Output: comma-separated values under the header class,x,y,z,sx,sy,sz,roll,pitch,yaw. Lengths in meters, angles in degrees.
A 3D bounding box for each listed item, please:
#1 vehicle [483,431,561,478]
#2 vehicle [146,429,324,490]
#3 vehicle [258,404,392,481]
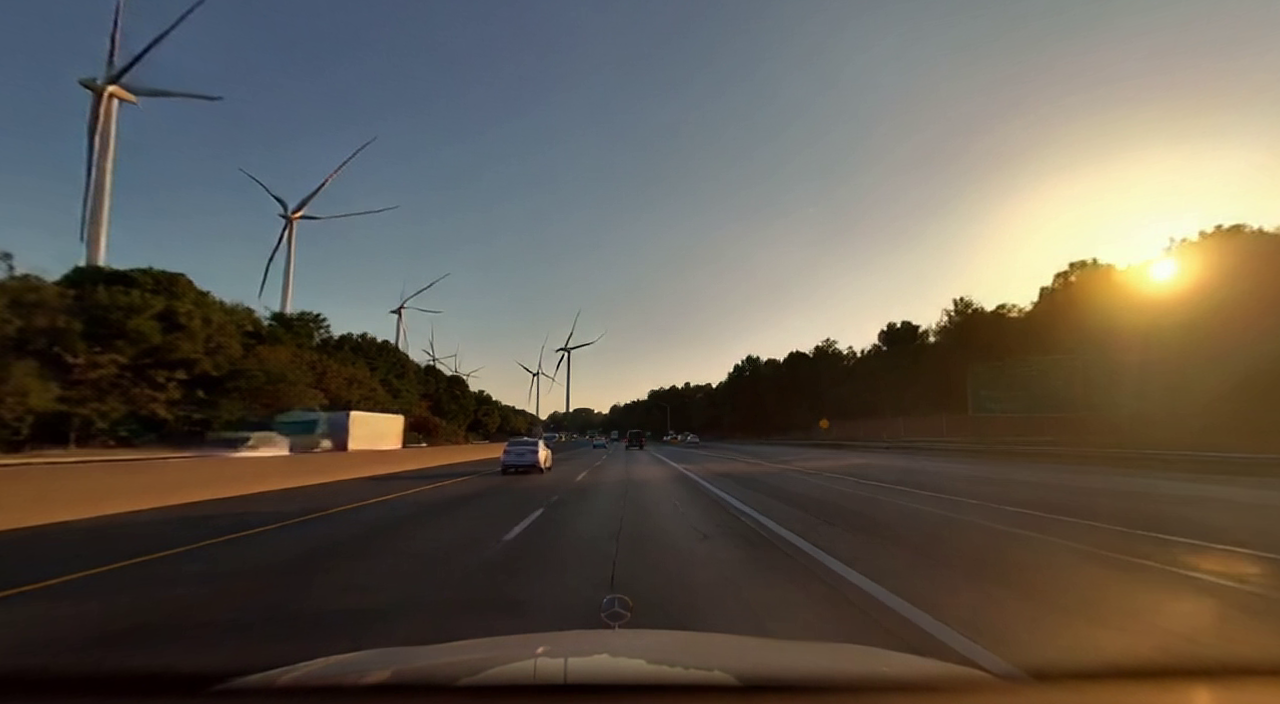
class,x,y,z,sx,sy,sz,roll,pitch,yaw
vehicle,-4.044,3.569,22.262,1.950,1.511,3.965,0,-8,0
vehicle,-12.703,3.379,20.267,2.755,1.635,4.555,-2,-8,-1
vehicle,-12.882,3.747,26.326,2.586,2.603,5.878,-5,-8,0
